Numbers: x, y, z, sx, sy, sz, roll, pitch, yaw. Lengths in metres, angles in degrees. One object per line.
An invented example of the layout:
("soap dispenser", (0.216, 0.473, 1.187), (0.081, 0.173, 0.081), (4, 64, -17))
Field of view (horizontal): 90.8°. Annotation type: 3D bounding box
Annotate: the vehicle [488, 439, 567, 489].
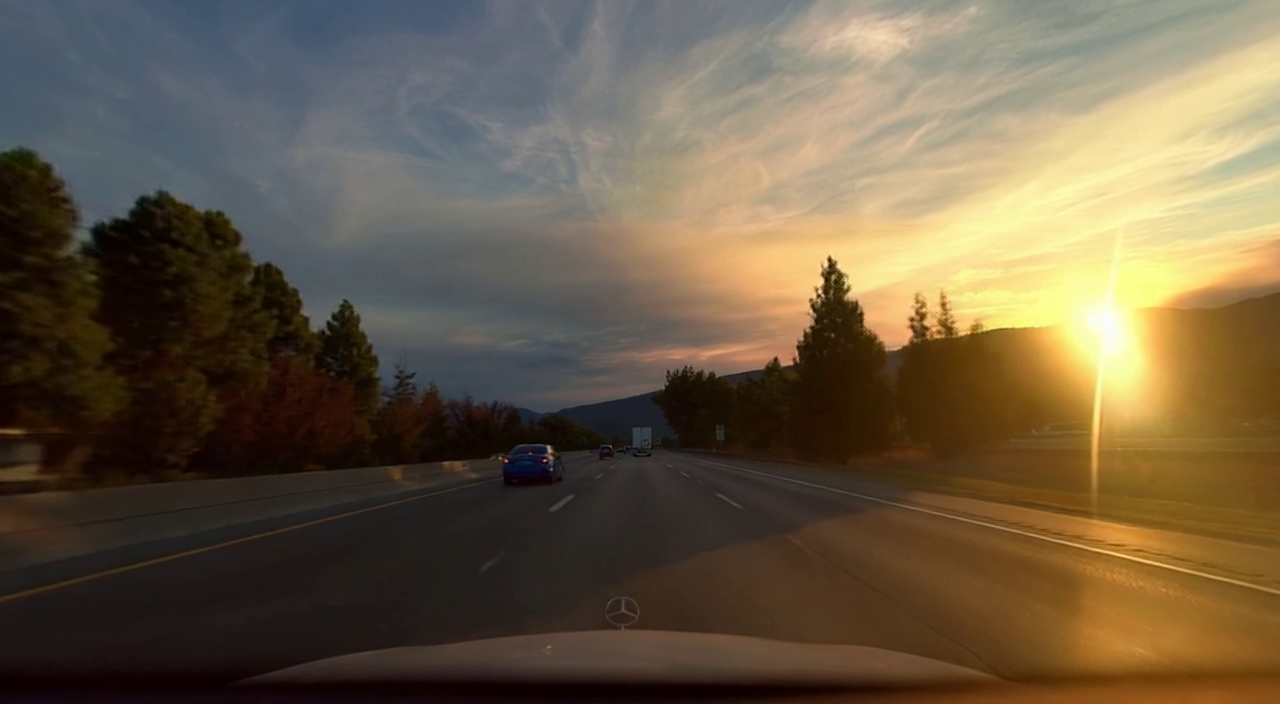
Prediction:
("vehicle", (-3.825, 3.890, 22.143), (2.018, 1.548, 3.849), (0, -9, 0))
